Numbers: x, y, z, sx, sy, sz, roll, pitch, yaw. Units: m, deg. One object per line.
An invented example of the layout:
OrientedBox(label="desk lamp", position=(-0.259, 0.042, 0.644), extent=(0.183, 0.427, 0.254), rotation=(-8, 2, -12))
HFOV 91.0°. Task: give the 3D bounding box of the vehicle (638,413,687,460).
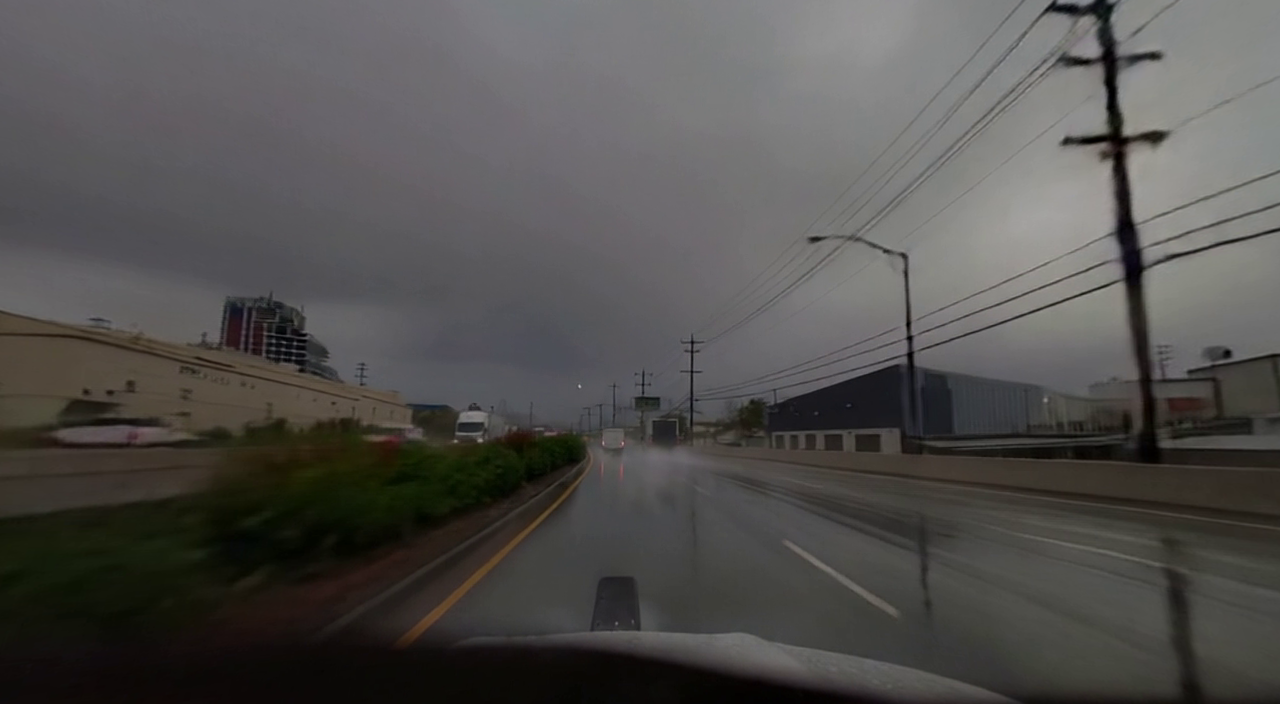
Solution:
OrientedBox(label="vehicle", position=(1.502, 6.199, 45.975), extent=(2.713, 3.140, 6.640), rotation=(0, -8, -5))
